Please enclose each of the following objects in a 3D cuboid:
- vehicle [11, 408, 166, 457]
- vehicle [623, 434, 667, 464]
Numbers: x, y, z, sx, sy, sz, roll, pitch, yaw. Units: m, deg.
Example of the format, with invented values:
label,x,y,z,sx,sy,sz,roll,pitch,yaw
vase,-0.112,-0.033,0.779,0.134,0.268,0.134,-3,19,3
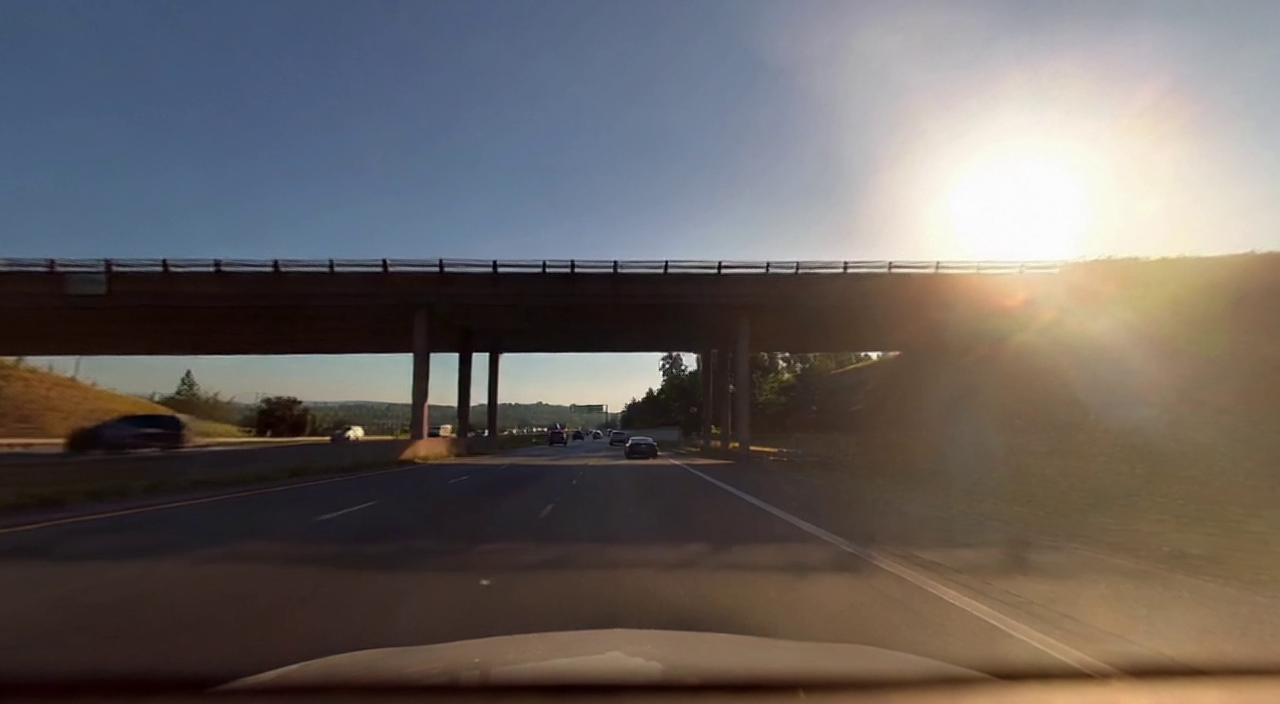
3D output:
label,x,y,z,sx,sy,sz,roll,pitch,yaw
vehicle,-16.760,2.497,19.345,1.622,1.361,3.497,1,-8,-2
vehicle,0.184,4.762,31.041,1.999,1.329,3.913,1,-8,-2
